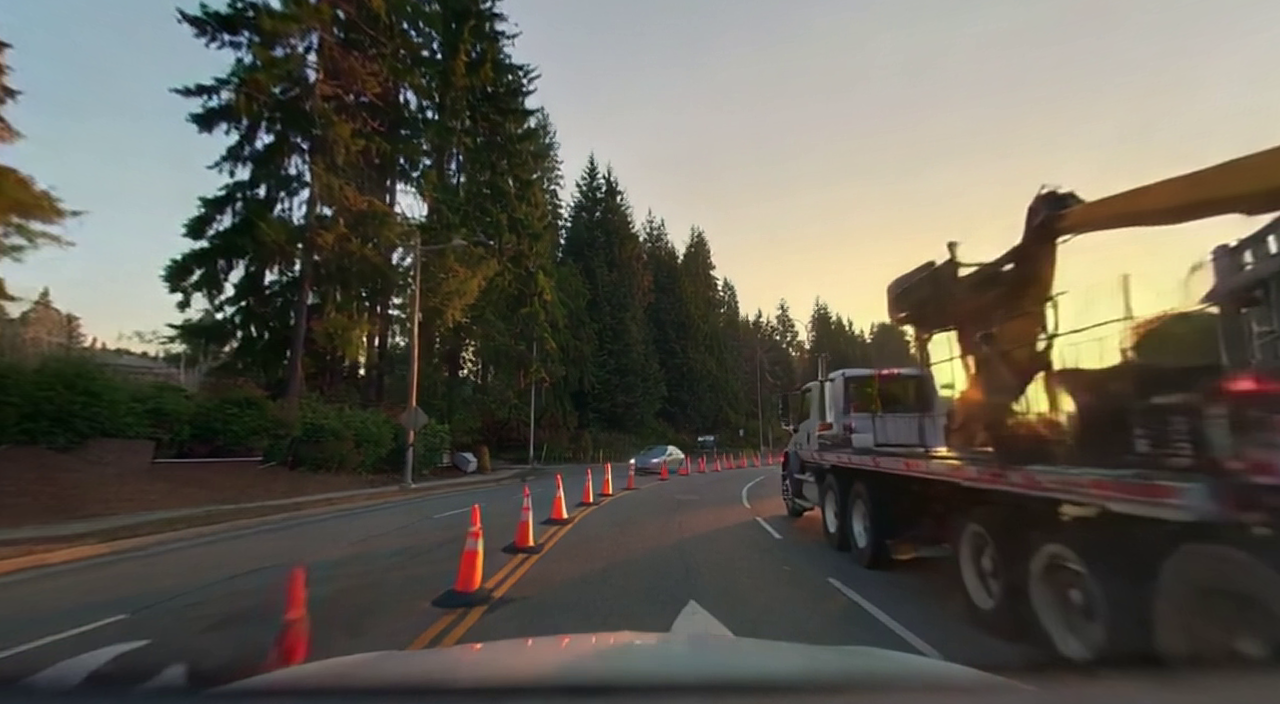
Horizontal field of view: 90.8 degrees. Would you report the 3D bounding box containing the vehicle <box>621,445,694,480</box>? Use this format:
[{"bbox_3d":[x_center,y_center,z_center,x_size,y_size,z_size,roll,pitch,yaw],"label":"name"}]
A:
[{"bbox_3d":[0.934,5.222,30.179,1.945,1.494,4.201,-4,-10,25],"label":"vehicle"}]

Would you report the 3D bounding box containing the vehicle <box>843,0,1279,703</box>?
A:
[{"bbox_3d":[3.565,0.462,4.217,2.874,2.542,4.840,0,-9,2],"label":"vehicle"}]
